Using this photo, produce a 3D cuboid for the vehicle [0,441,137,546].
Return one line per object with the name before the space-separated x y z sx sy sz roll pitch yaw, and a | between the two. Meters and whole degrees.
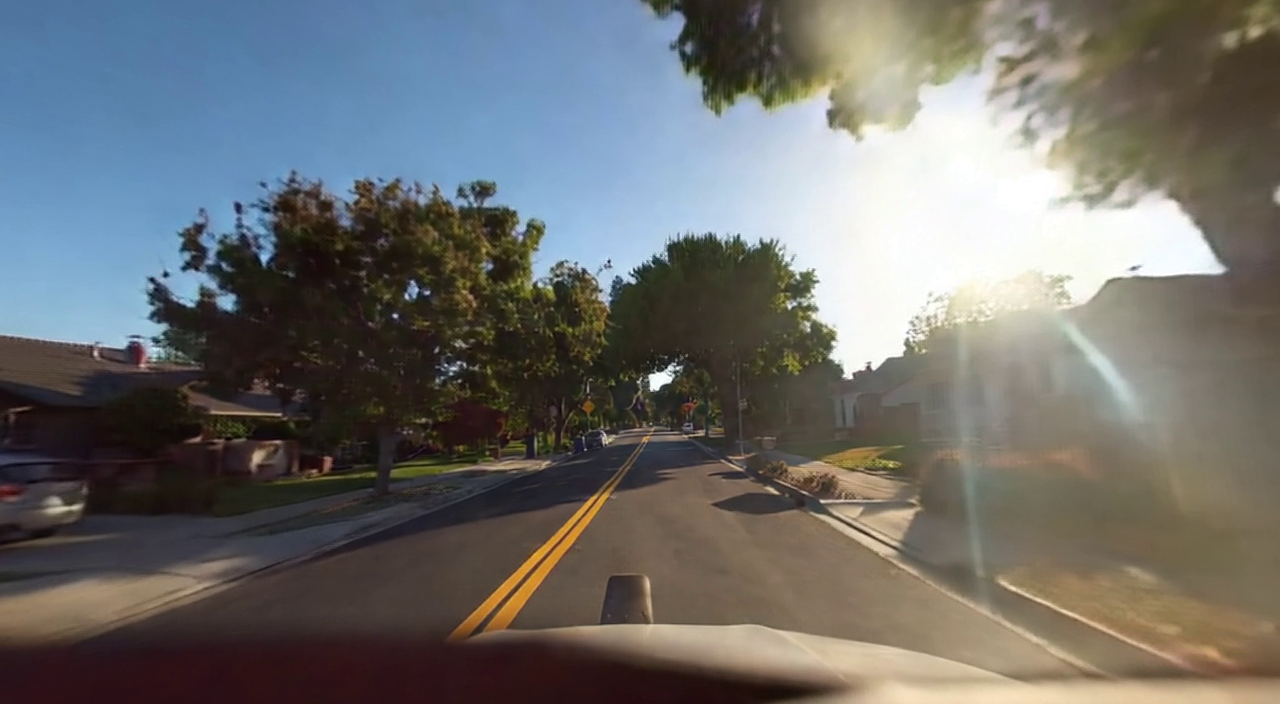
vehicle | -11.198 2.170 10.105 4.659 1.464 1.930 0 -8 3
